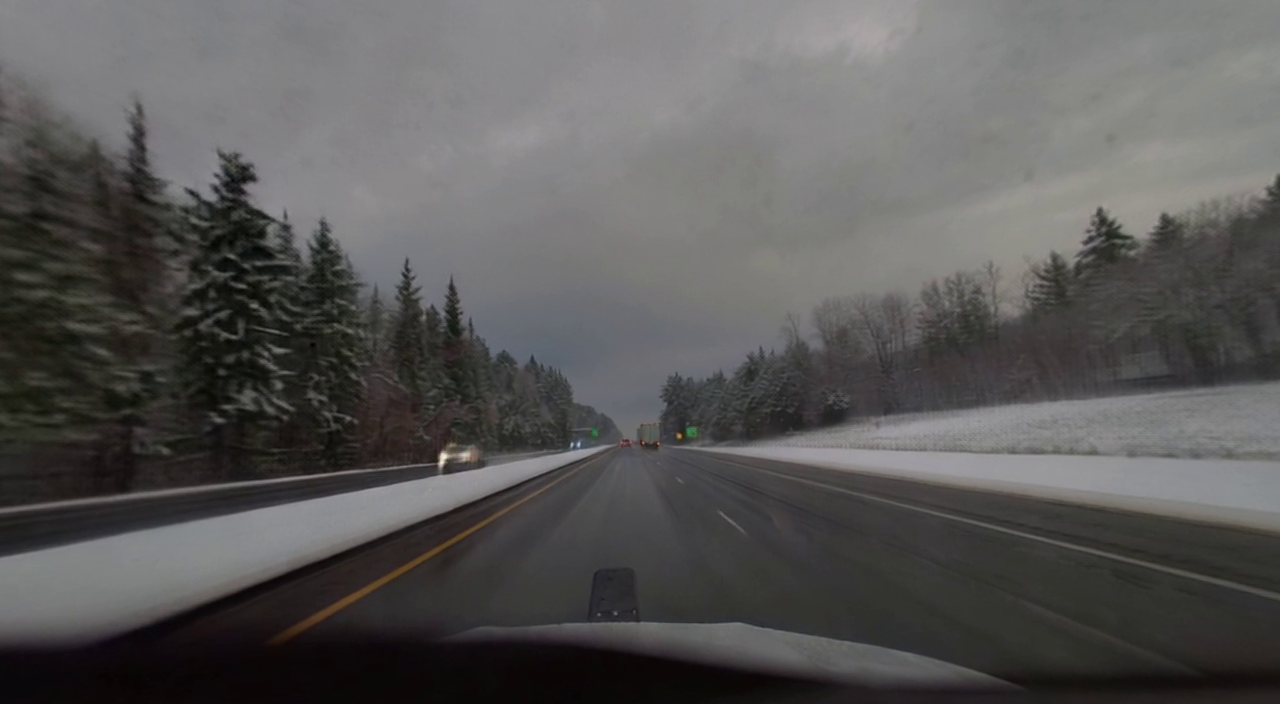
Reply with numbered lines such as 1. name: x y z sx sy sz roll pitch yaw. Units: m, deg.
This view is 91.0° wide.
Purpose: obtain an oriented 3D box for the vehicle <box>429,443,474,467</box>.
1. vehicle: -11.770 6.433 39.612 1.795 1.412 4.022 0 -8 -3
